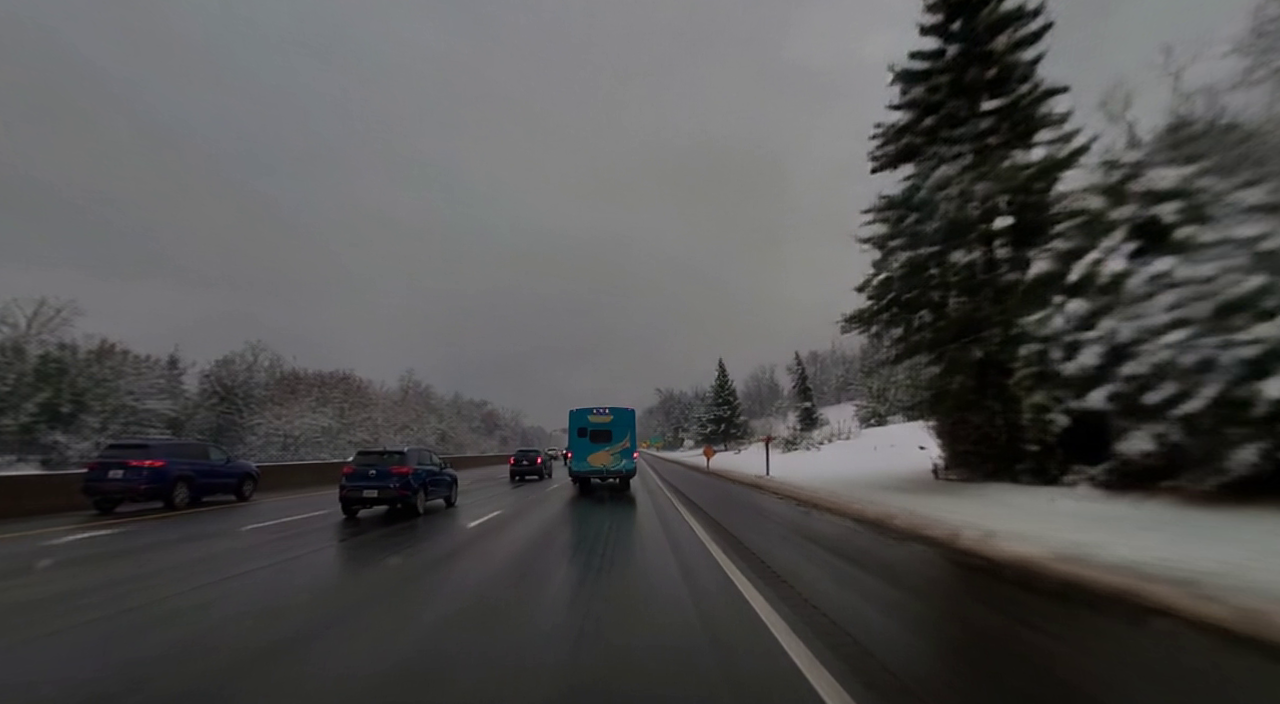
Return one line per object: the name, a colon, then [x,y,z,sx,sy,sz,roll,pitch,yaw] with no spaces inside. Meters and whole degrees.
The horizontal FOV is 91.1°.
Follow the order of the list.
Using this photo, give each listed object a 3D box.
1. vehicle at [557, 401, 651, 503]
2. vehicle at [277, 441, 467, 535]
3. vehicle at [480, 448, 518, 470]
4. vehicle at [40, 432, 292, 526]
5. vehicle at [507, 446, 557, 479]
vehicle: [-0.961,2.958,18.765,2.394,2.556,5.232,0,-9,-1]
vehicle: [-4.783,2.463,11.975,1.876,1.438,4.072,0,-9,-1]
vehicle: [-10.103,7.669,45.315,1.886,1.462,4.084,0,-9,-1]
vehicle: [-9.596,2.584,13.317,2.010,1.621,4.252,0,-9,-1]
vehicle: [-5.160,5.334,30.485,1.872,1.480,3.545,0,-9,-1]
